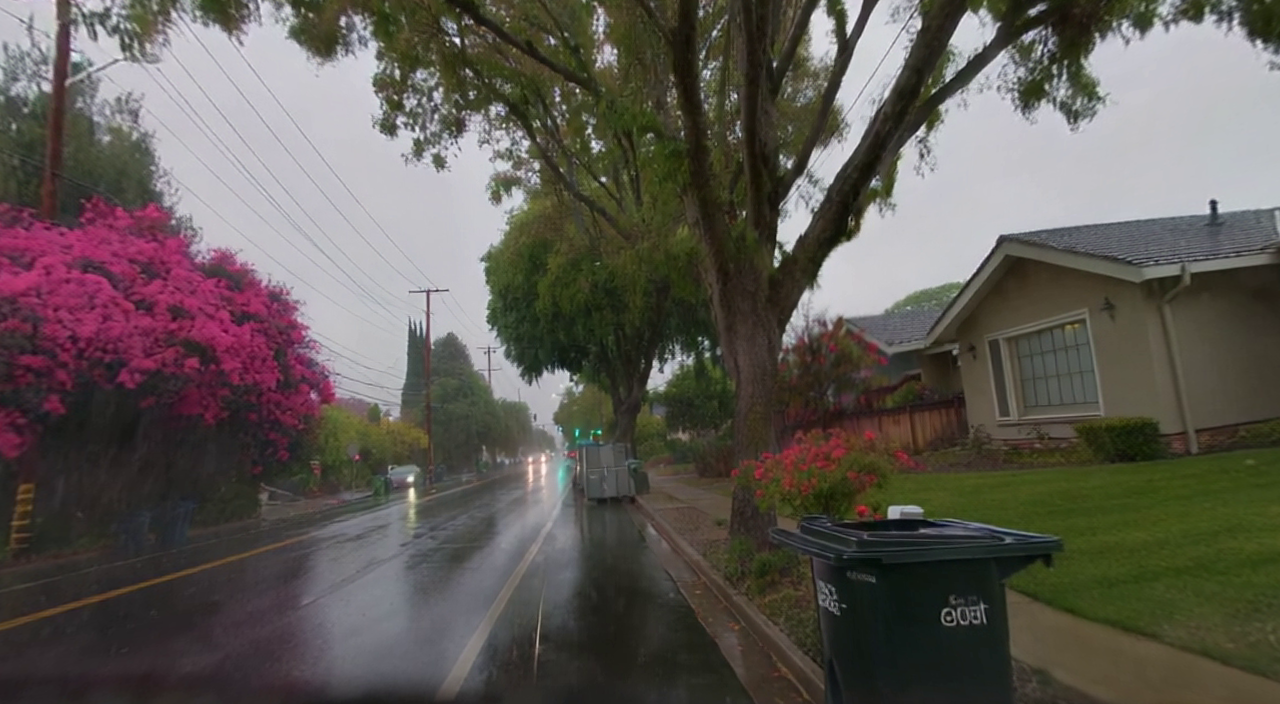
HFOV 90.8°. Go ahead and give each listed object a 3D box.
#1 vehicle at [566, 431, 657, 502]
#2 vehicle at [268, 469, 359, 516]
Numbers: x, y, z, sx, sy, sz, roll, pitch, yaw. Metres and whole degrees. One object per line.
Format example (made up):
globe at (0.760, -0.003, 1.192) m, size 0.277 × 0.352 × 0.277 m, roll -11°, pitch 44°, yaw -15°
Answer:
vehicle at (-0.846, 3.074, 17.393) m, size 2.190 × 1.708 × 4.115 m, roll 0°, pitch -8°, yaw -4°
vehicle at (-13.790, 5.914, 26.972) m, size 1.982 × 1.660 × 4.142 m, roll 1°, pitch -8°, yaw -6°
